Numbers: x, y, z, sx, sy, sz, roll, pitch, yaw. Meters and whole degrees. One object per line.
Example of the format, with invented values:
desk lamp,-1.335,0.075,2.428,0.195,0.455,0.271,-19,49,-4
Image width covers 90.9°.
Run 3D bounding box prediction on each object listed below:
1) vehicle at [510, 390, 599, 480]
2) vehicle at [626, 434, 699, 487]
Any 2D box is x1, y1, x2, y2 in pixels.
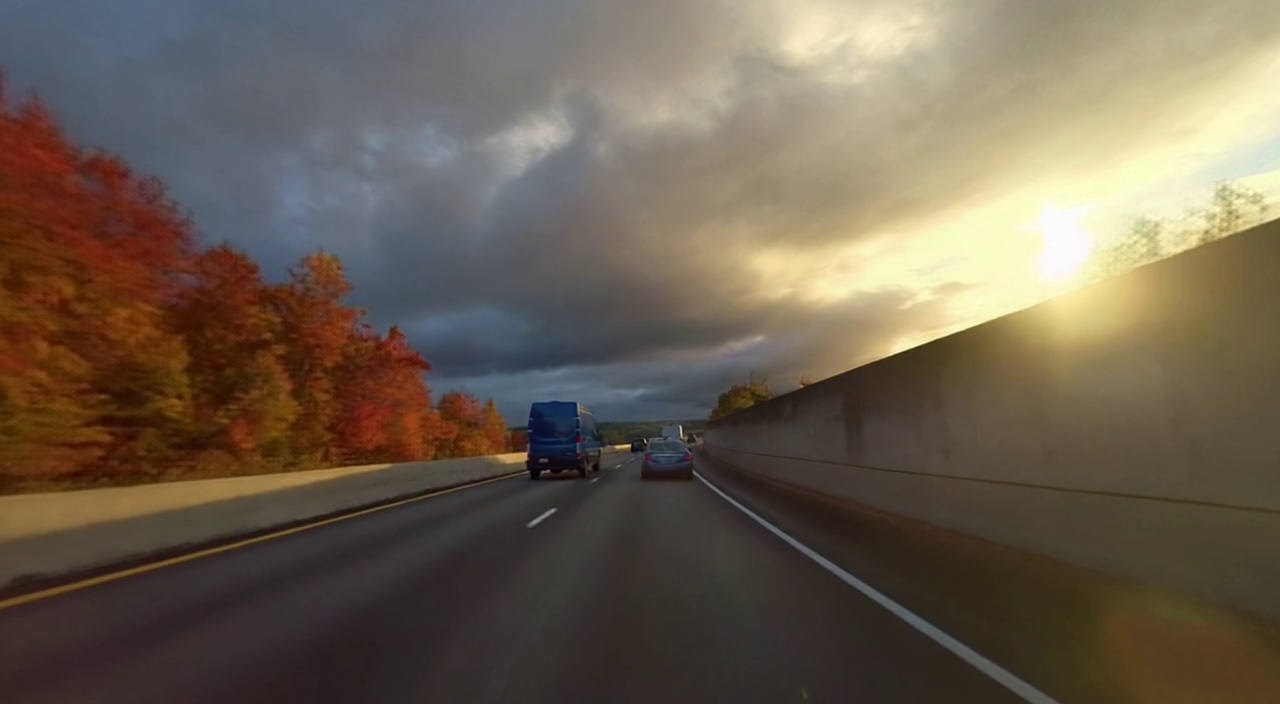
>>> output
vehicle,-2.822,2.935,22.095,2.334,2.769,5.087,0,-8,1
vehicle,0.681,3.350,19.812,2.071,1.487,3.948,0,-8,1
